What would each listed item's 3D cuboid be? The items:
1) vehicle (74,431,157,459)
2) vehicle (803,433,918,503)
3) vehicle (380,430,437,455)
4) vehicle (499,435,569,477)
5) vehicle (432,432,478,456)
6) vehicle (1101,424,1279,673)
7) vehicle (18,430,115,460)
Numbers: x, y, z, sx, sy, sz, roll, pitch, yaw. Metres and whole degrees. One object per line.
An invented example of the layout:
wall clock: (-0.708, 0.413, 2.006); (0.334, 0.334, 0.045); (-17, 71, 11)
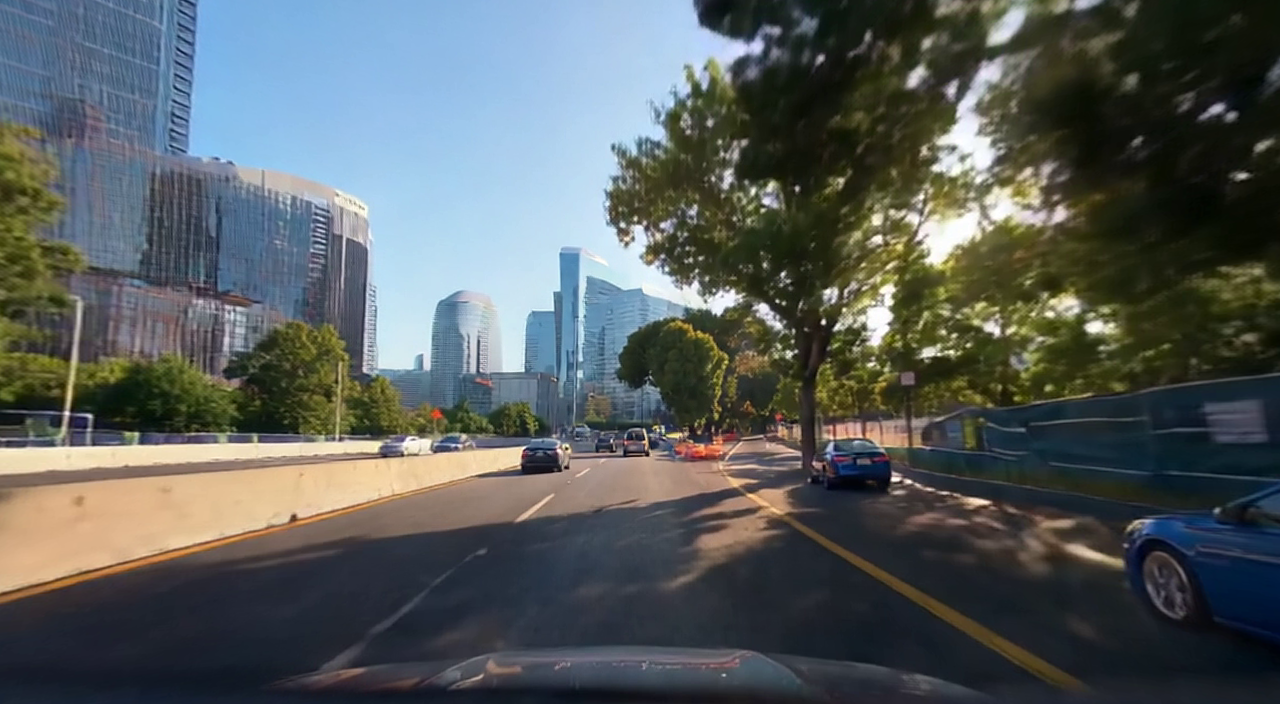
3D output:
vehicle: (-31.049, 5.492, 37.376); (1.681, 1.575, 3.449); (-1, -8, 7)
vehicle: (5.284, 2.768, 15.582); (1.913, 1.499, 3.581); (-1, -8, 7)
vehicle: (-17.052, 6.669, 46.661); (2.237, 1.776, 4.812); (0, -8, 2)
vehicle: (-3.884, 3.864, 23.807); (1.848, 1.406, 4.013); (0, -8, 2)
vehicle: (-13.333, 6.640, 45.683); (1.857, 1.657, 4.331); (0, -8, 3)
vehicle: (4.668, 1.098, 3.198); (1.784, 1.471, 3.935); (0, -8, 3)
vehicle: (-33.712, 5.477, 37.165); (1.806, 1.653, 3.792); (-1, -8, 9)
